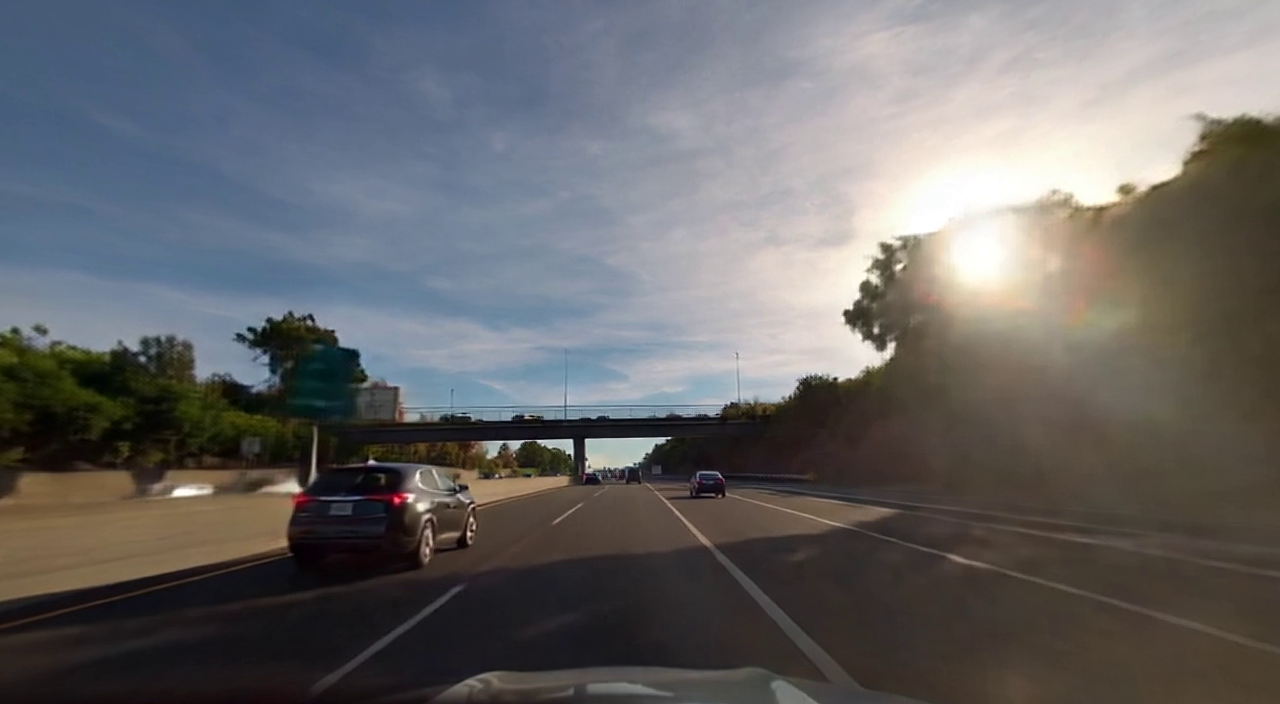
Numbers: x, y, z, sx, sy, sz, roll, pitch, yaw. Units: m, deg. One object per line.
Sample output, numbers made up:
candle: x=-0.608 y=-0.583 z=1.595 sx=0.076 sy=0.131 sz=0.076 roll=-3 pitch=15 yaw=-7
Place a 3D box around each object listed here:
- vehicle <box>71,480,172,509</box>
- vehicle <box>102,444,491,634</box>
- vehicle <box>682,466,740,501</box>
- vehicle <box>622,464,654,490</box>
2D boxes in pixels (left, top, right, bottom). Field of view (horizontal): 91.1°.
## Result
vehicle: x=-29.872 y=8.197 z=36.394 sx=1.869 sy=1.447 sz=4.552 roll=0 pitch=-10 yaw=2
vehicle: x=-3.340 y=1.940 z=7.382 sx=2.099 sy=1.516 sz=4.308 roll=1 pitch=-10 yaw=0
vehicle: x=3.241 y=6.151 z=29.645 sx=2.092 sy=1.518 sz=4.348 roll=1 pitch=-10 yaw=-2
vehicle: x=-0.150 y=9.059 z=45.669 sx=2.181 sy=1.698 sz=4.056 roll=1 pitch=-10 yaw=0
